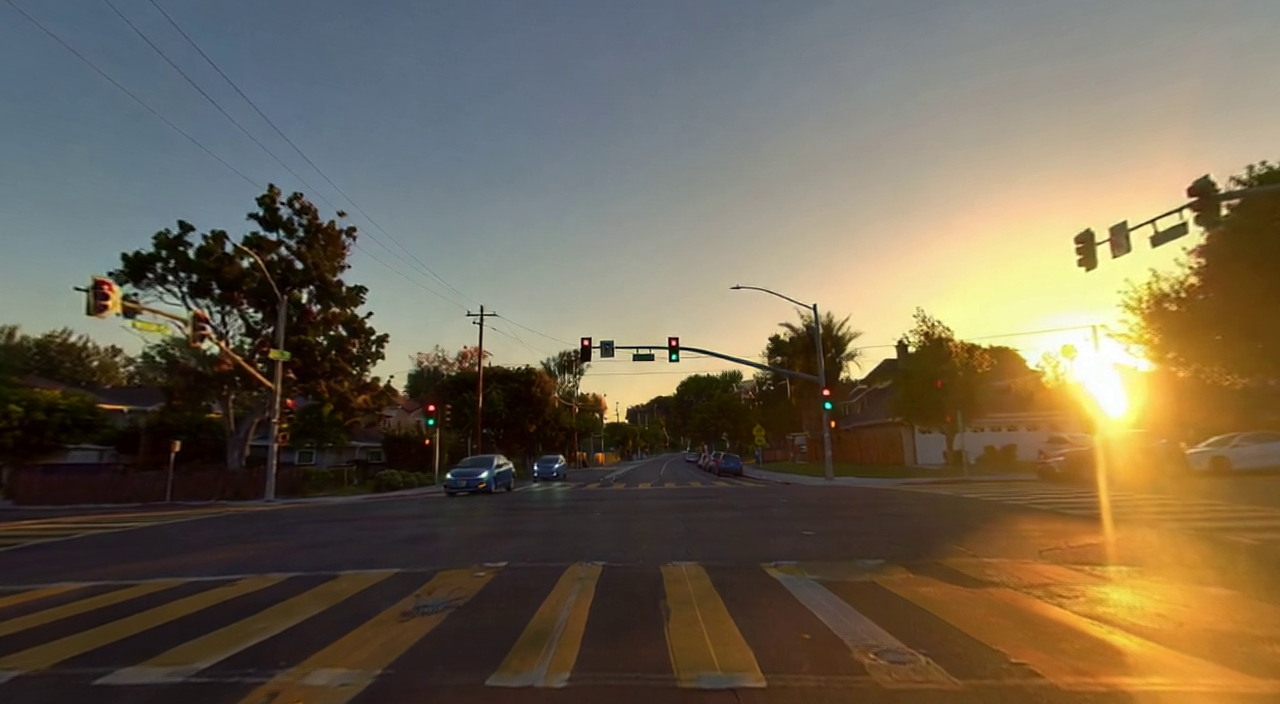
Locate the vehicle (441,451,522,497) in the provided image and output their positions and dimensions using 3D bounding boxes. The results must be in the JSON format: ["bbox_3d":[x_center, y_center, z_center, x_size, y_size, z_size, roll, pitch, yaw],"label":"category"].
[{"bbox_3d":[-6.350,4.896,25.843,1.982,1.686,4.195,-1,-9,3],"label":"vehicle"}]

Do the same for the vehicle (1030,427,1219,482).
[{"bbox_3d":[16.011,3.429,21.113,4.452,1.711,2.186,0,-9,1],"label":"vehicle"}]

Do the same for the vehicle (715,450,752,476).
[{"bbox_3d":[6.204,7.340,42.167,1.891,1.611,4.269,0,-9,1],"label":"vehicle"}]

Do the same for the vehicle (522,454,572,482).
[{"bbox_3d":[-5.912,7.426,40.753,2.270,1.605,4.958,-2,-9,3],"label":"vehicle"}]

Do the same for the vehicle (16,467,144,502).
[{"bbox_3d":[-30.107,7.108,34.235,2.106,1.586,5.009,-1,-9,4],"label":"vehicle"}]

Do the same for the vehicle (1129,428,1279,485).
[{"bbox_3d":[16.953,2.963,18.002,4.345,1.517,1.913,0,-9,2],"label":"vehicle"}]
